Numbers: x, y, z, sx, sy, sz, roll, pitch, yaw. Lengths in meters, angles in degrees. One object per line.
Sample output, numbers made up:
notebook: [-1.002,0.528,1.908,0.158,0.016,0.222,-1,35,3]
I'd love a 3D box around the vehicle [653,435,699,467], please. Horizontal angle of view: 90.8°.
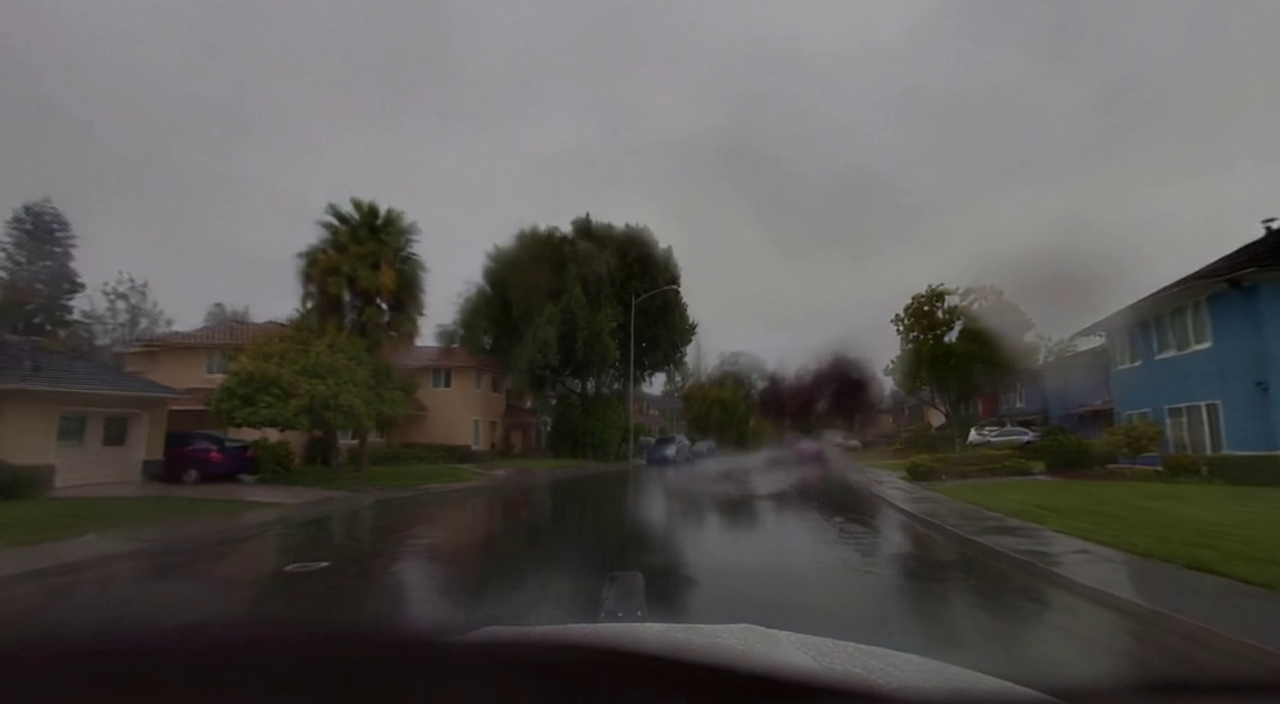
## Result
vehicle: [2.388,6.324,40.799,2.215,1.859,4.765,-1,-7,13]

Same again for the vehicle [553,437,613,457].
vehicle: [-4.397,7.237,48.403,4.376,1.458,2.046,2,-7,-9]

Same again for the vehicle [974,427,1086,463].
vehicle: [19.738,4.696,32.103,4.384,1.688,1.956,1,-8,-2]
